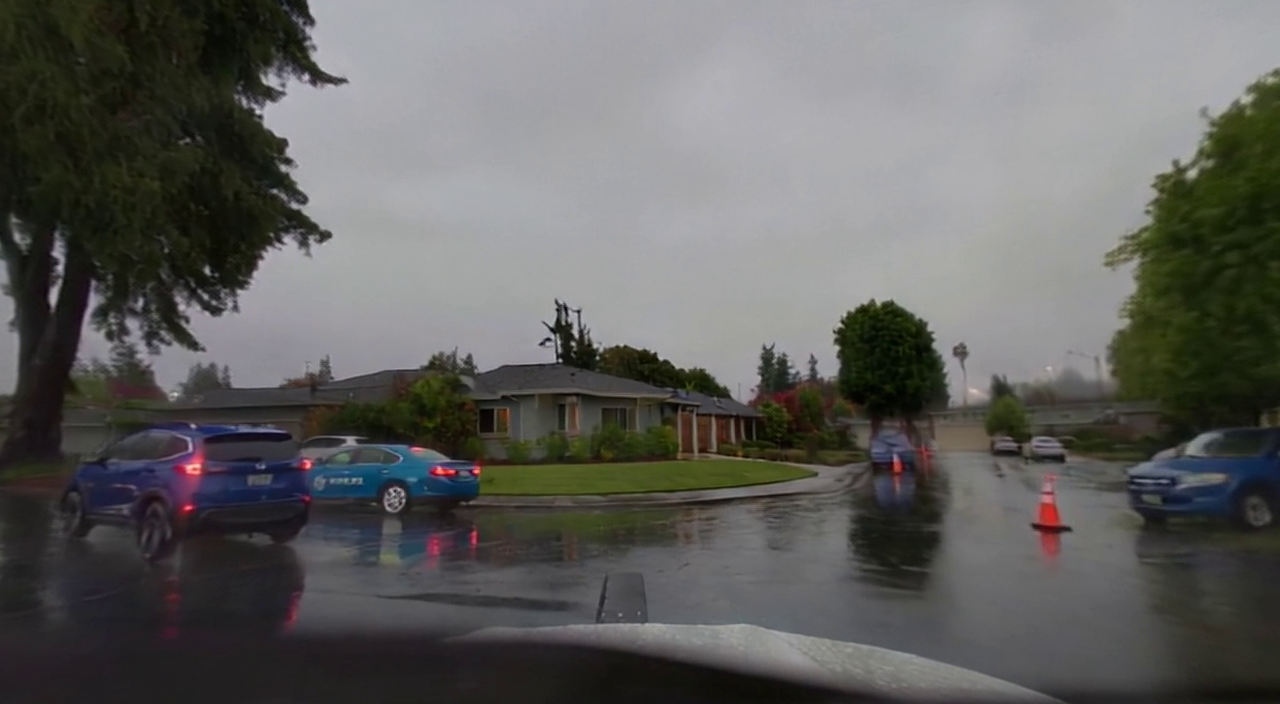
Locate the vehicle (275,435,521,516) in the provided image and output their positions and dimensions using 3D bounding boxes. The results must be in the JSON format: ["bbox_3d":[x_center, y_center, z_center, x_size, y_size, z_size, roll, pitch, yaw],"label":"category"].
[{"bbox_3d":[-5.338,2.651,14.036,4.710,1.515,2.400,-4,-9,24],"label":"vehicle"}]

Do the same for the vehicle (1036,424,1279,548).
[{"bbox_3d":[9.039,1.910,9.616,4.656,1.577,2.099,0,-8,-6],"label":"vehicle"}]

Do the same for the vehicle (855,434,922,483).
[{"bbox_3d":[9.923,4.178,25.041,2.014,1.742,4.297,-4,-9,26],"label":"vehicle"}]

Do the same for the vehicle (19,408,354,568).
[{"bbox_3d":[-6.494,1.800,9.070,4.094,1.748,2.350,-5,-10,31],"label":"vehicle"}]
